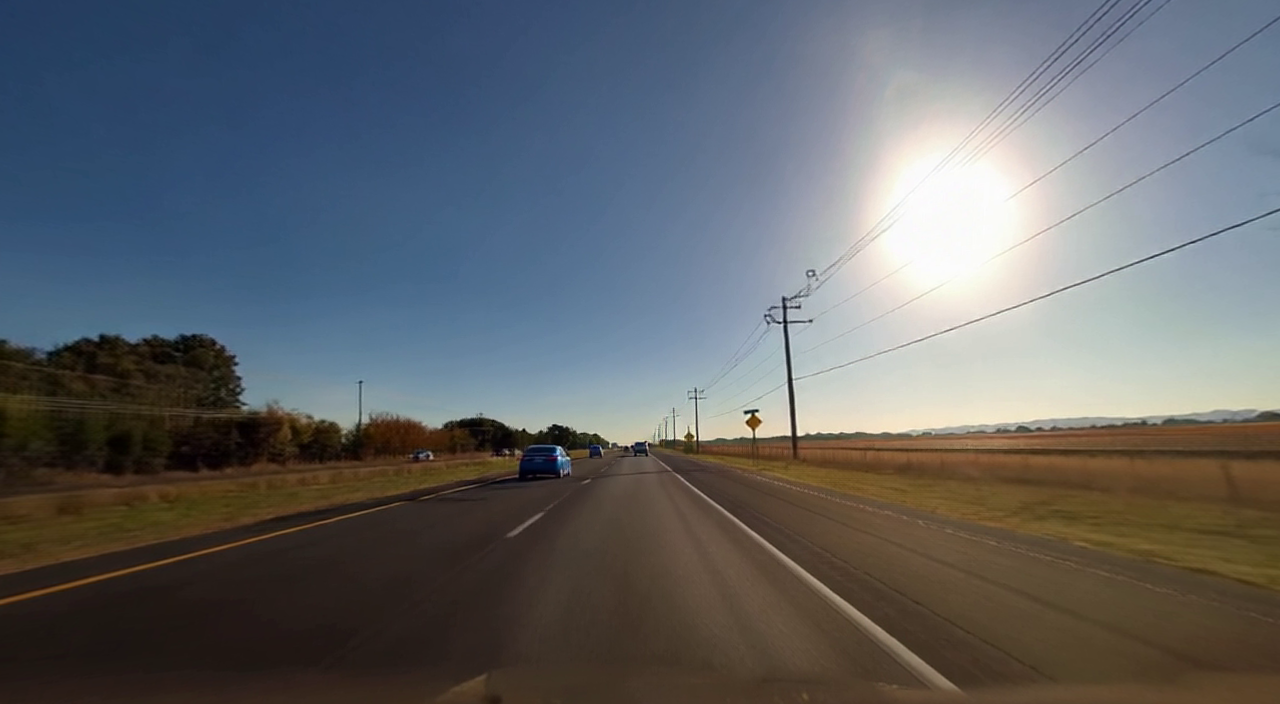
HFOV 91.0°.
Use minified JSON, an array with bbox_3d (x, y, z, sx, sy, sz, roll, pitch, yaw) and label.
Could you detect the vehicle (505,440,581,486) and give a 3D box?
[{"bbox_3d":[-3.668,4.307,24.786,2.120,1.597,4.810,0,-9,1],"label":"vehicle"}]
